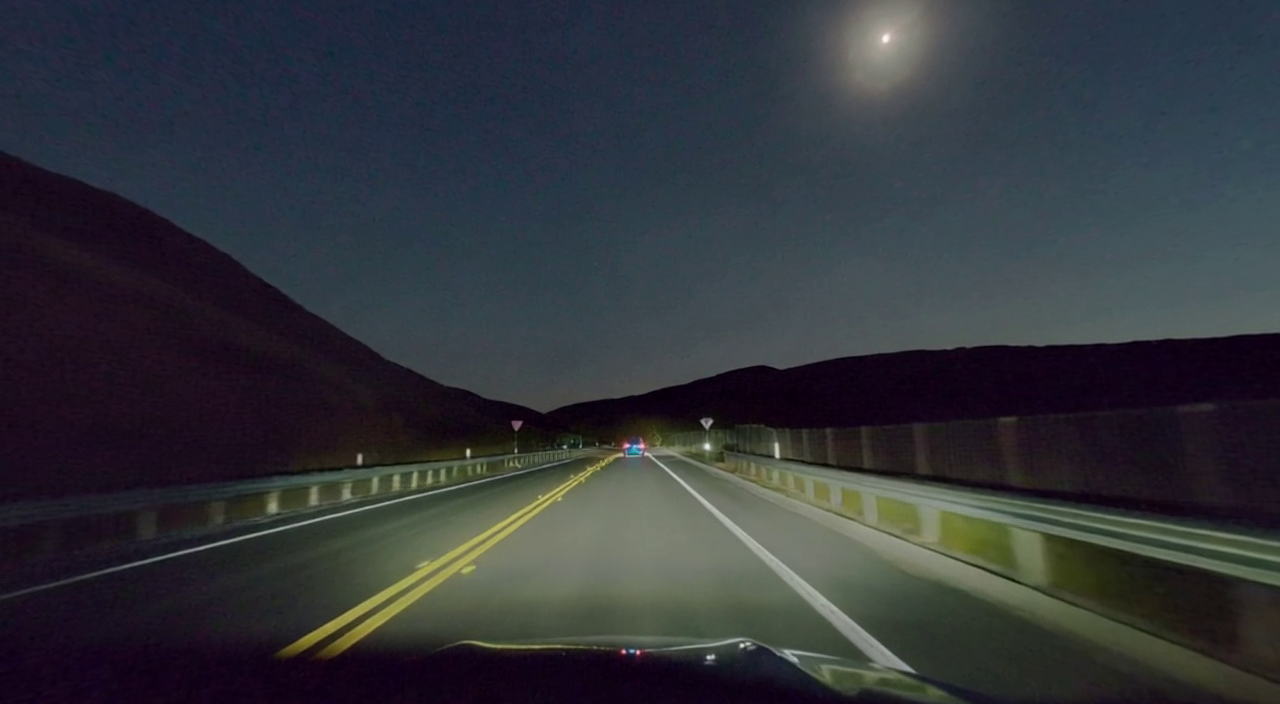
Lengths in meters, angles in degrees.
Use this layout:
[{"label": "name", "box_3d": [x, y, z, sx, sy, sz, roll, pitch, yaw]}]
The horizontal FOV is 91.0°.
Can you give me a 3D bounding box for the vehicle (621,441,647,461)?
[{"label": "vehicle", "box_3d": [-0.457, 7.681, 48.876, 1.912, 1.430, 3.811, 0, -8, -1]}]
